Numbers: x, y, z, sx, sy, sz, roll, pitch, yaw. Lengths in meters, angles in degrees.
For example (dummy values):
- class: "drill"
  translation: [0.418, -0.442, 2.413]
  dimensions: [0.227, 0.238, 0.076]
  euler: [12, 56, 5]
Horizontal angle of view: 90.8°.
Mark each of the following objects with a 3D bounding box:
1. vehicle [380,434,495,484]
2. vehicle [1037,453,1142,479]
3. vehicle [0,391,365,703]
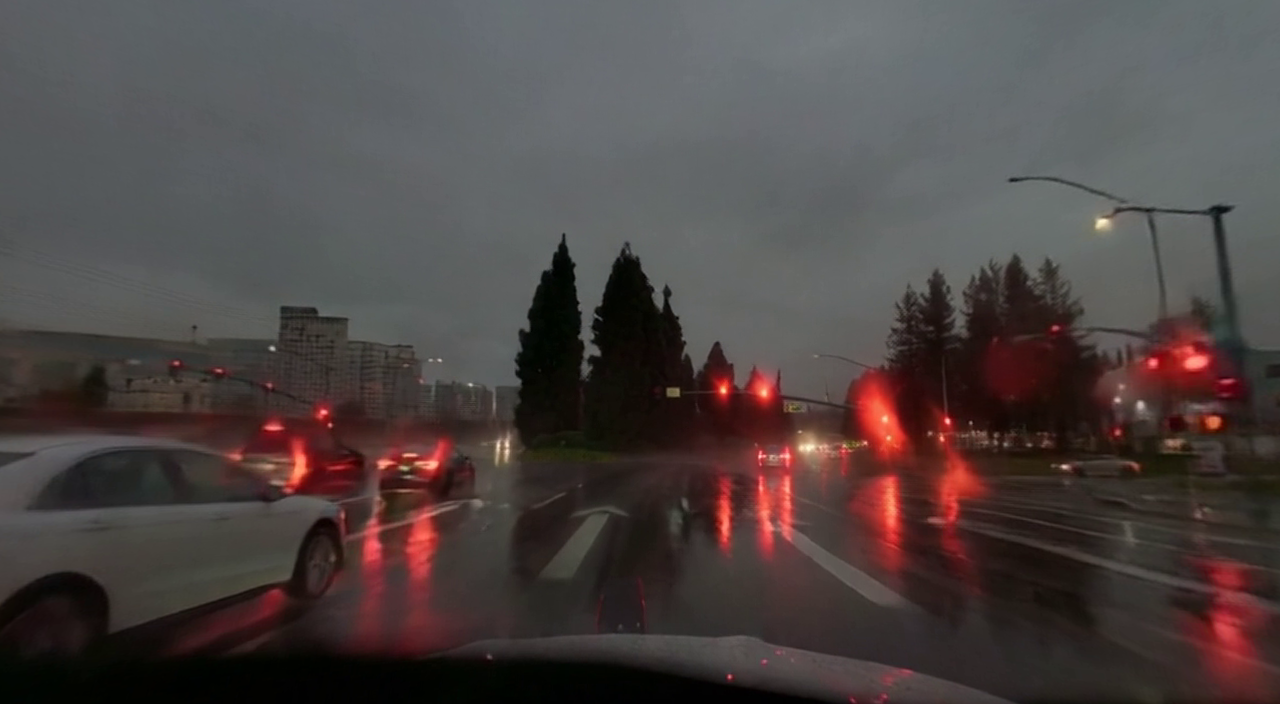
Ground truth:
- class: "vehicle"
  translation: [-6.720, 3.612, 21.635]
  dimensions: [2.016, 1.501, 4.903]
  euler: [-1, -9, 4]
- class: "vehicle"
  translation: [26.854, 6.825, 37.895]
  dimensions: [4.636, 1.433, 1.930]
  euler: [-2, -9, 12]
- class: "vehicle"
  translation: [-3.453, 1.038, 3.443]
  dimensions: [1.934, 1.463, 4.220]
  euler: [0, -9, 1]
